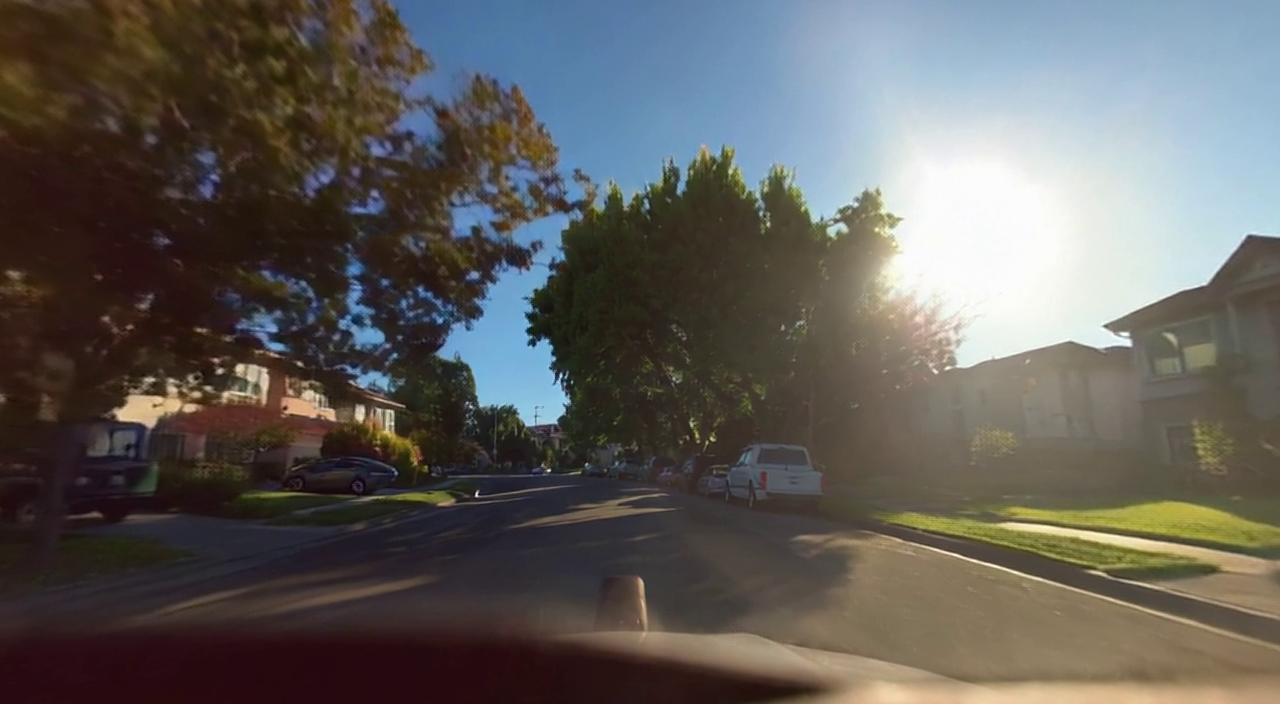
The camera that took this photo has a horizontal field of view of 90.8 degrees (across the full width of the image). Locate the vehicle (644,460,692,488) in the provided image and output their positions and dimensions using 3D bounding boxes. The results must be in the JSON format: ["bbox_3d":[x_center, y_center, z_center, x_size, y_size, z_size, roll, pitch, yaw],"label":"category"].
[{"bbox_3d":[1.909,8.603,44.935,2.111,1.771,4.942,2,-9,-13],"label":"vehicle"}]

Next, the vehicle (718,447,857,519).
[{"bbox_3d":[4.489,4.175,20.647,2.715,1.900,6.163,2,-10,-3],"label":"vehicle"}]
